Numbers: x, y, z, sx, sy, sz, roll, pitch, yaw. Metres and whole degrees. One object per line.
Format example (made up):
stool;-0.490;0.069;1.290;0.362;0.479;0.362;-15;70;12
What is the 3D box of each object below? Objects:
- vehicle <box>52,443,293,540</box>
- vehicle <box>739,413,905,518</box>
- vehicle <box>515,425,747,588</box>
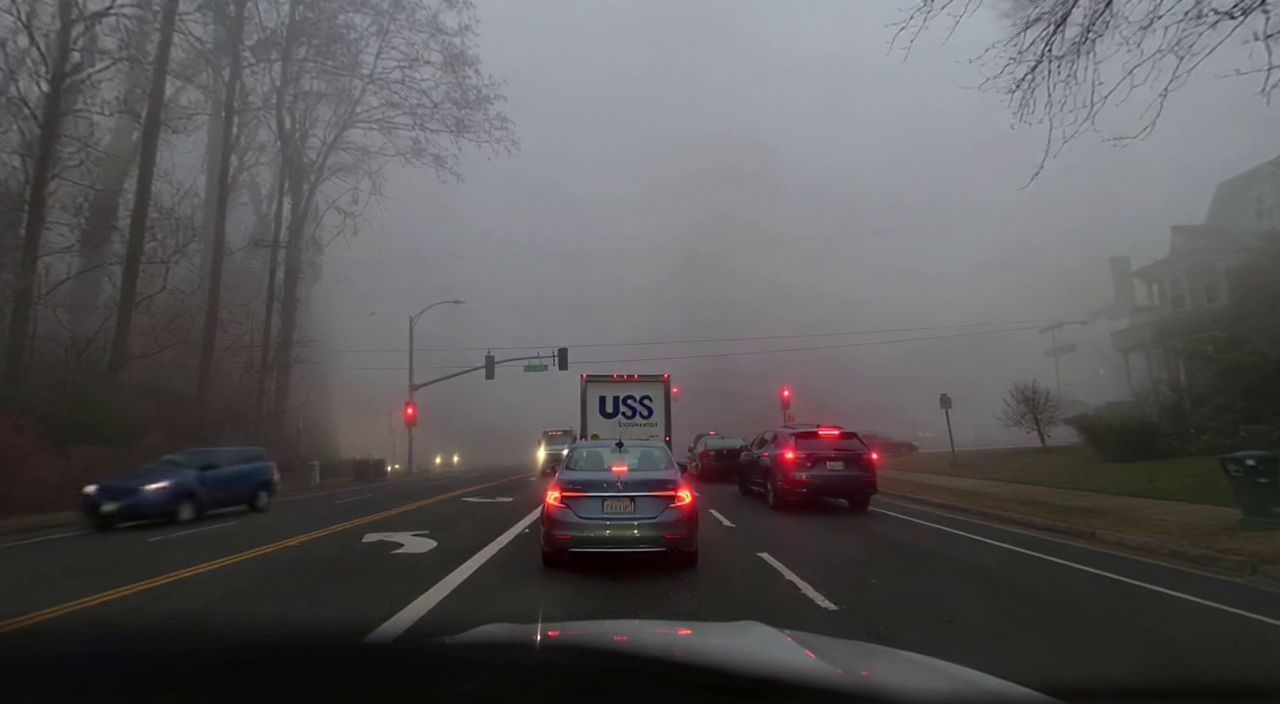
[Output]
vehicle;-9.725;2.854;13.719;1.857;1.682;4.393;-2;-8;0
vehicle;3.595;2.346;13.526;2.145;1.847;4.524;0;-8;-1
vehicle;-0.137;1.732;7.986;2.135;1.483;4.207;0;-8;-2
